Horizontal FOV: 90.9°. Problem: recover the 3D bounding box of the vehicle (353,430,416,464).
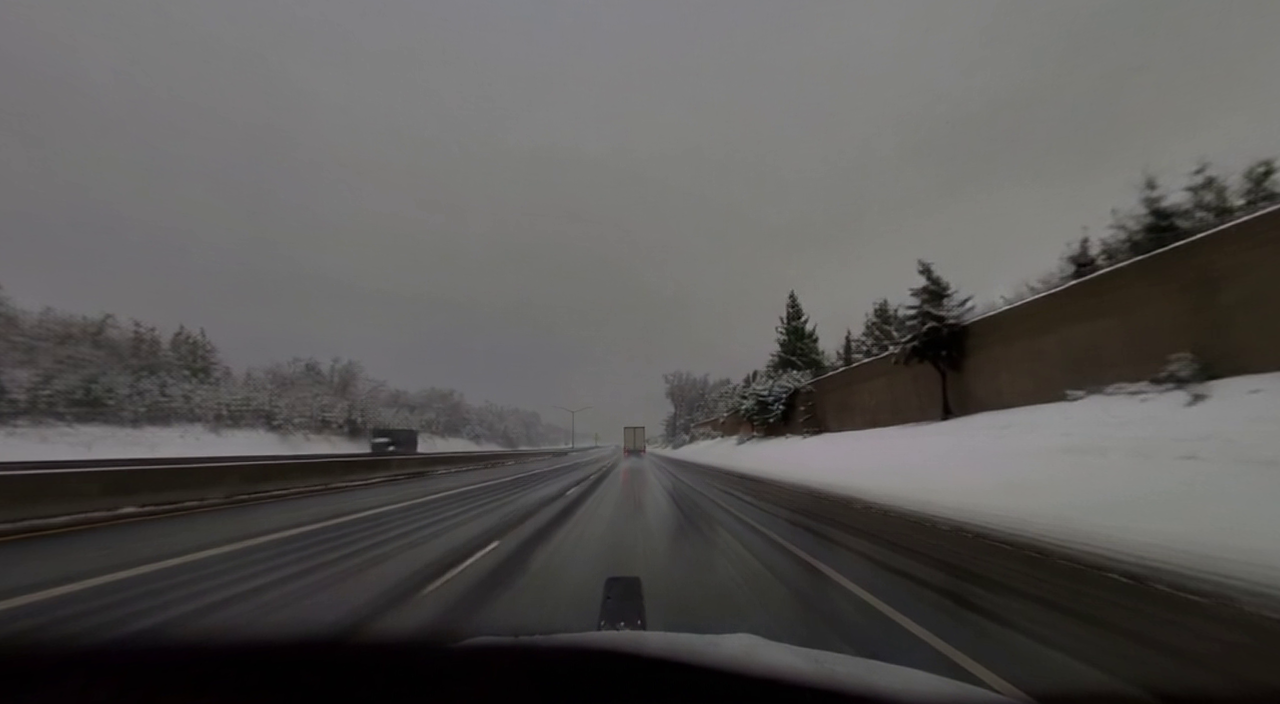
[{"bbox_3d":[-19.498,7.298,48.448,2.487,2.425,5.746,0,-9,-1],"label":"vehicle"}]
